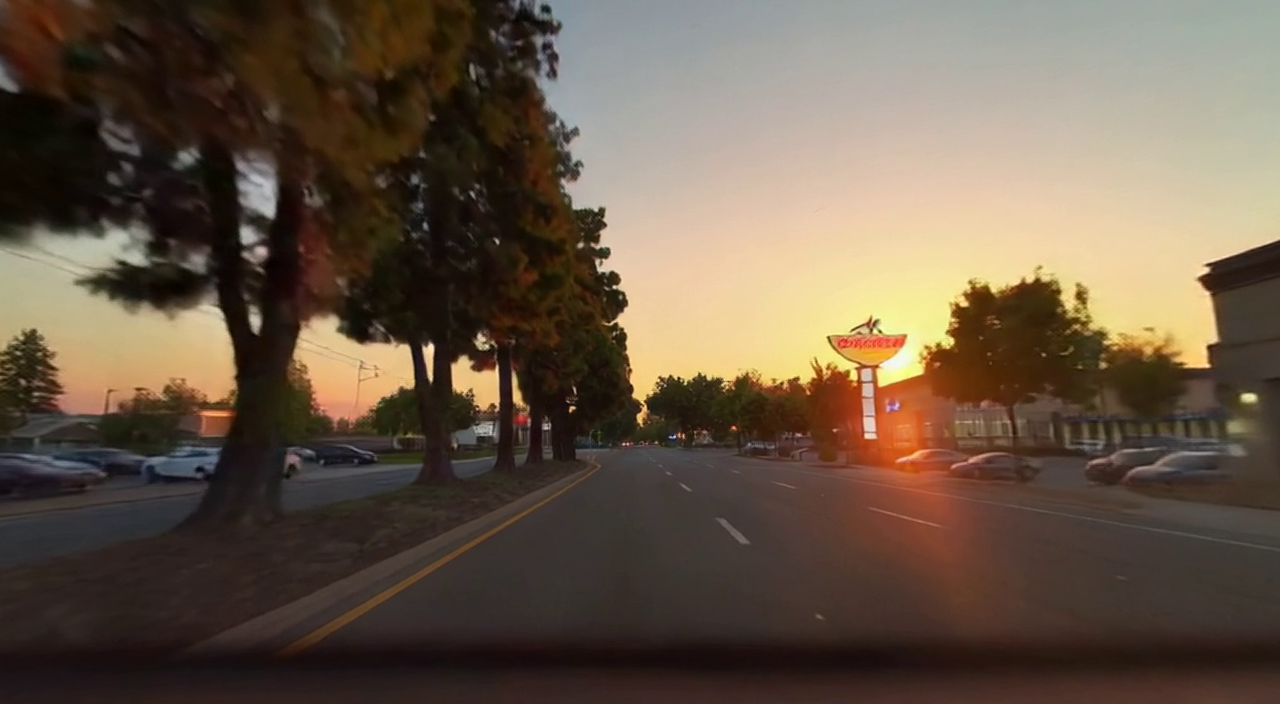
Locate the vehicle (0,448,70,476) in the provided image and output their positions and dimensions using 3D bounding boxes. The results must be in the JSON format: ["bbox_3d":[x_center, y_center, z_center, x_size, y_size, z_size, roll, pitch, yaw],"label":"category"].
[{"bbox_3d":[-34.717,6.089,35.186,1.830,1.458,4.625,-1,-8,-4],"label":"vehicle"}]

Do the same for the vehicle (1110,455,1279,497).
[{"bbox_3d":[20.834,4.641,23.854,4.500,1.456,1.962,-1,-8,3],"label":"vehicle"}]

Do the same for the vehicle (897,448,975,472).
[{"bbox_3d":[20.698,7.574,44.341,4.423,1.633,2.010,0,-8,-1],"label":"vehicle"}]

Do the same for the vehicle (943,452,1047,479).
[{"bbox_3d":[20.187,6.458,36.032,4.764,1.455,1.832,-1,-9,3],"label":"vehicle"}]

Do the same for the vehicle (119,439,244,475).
[{"bbox_3d":[-26.136,5.994,36.472,2.356,1.853,6.402,0,-8,1],"label":"vehicle"}]
